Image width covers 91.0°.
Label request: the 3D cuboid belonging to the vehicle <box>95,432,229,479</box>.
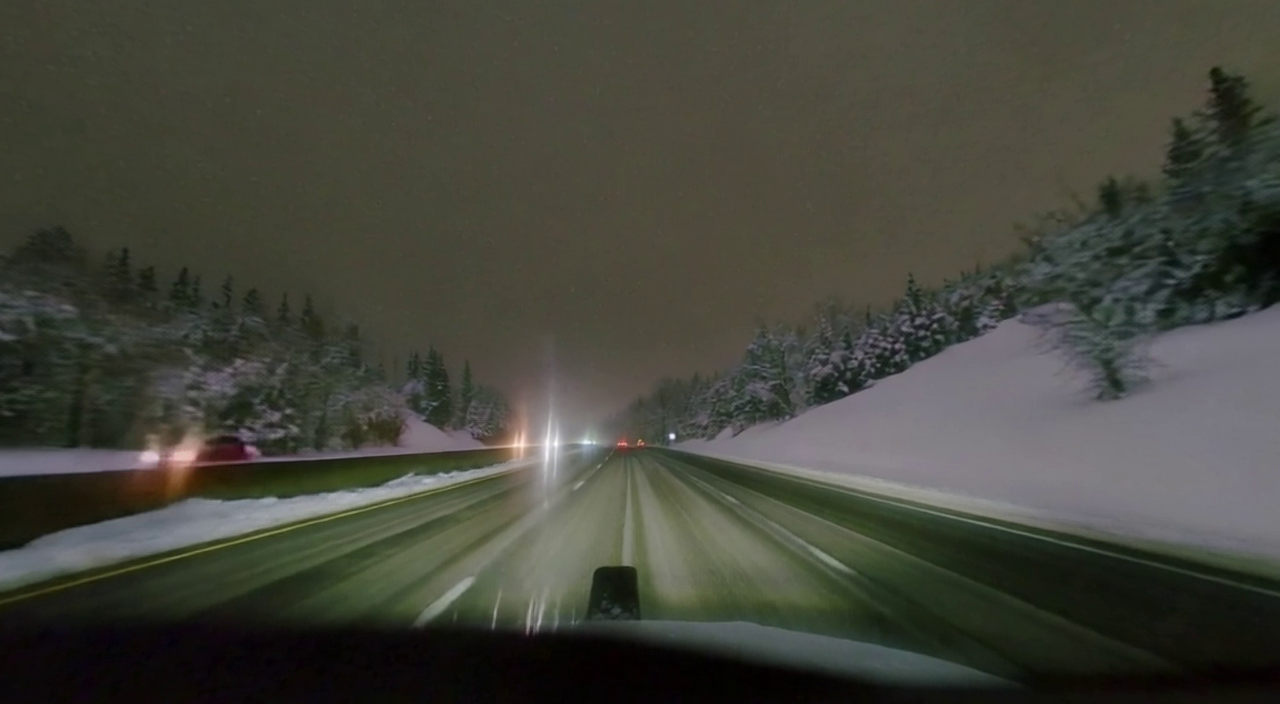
[{"bbox_3d":[-16.143,3.505,21.515,1.709,1.443,3.641,0,-8,0],"label":"vehicle"}]
